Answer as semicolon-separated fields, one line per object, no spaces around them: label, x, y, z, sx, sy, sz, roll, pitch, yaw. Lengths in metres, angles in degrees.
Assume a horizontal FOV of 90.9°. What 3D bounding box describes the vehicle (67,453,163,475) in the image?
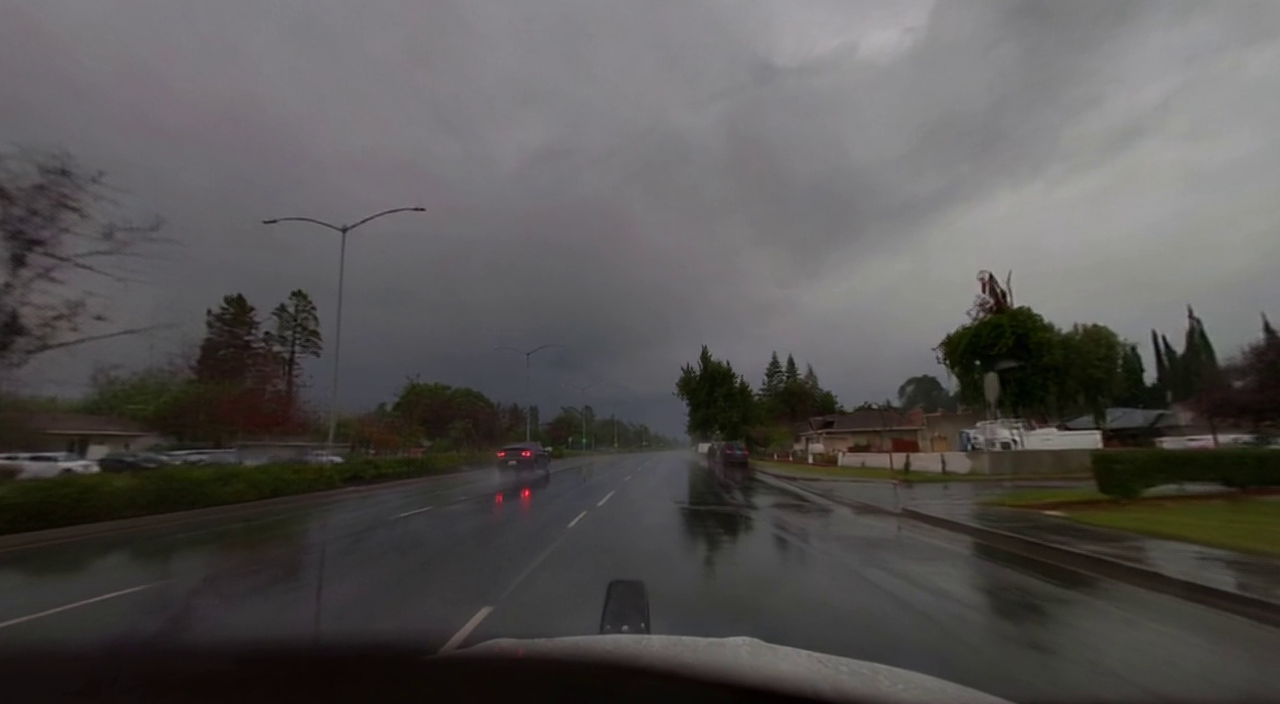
vehicle;-36.118;7.719;43.463;4.690;1.435;1.908;2;-10;-8

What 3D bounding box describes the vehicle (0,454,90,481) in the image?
vehicle;-34.896;6.690;36.610;3.856;1.439;1.884;2;-9;-13

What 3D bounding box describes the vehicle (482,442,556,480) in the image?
vehicle;-5.102;4.666;27.245;2.060;1.473;4.645;0;-9;3

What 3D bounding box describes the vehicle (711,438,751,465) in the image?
vehicle;7.108;7.840;49.880;2.695;2.013;6.661;0;-9;5

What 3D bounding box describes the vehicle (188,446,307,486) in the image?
vehicle;-15.455;4.483;25.166;1.859;1.463;4.421;0;-9;1
